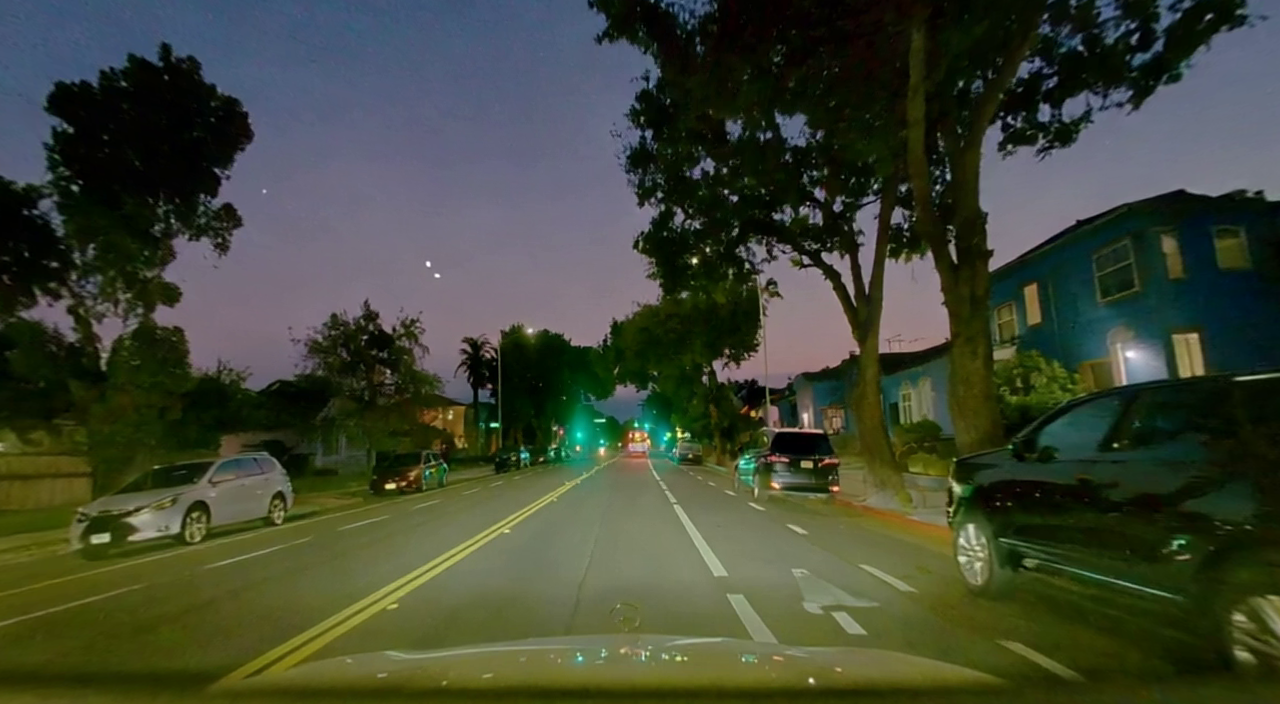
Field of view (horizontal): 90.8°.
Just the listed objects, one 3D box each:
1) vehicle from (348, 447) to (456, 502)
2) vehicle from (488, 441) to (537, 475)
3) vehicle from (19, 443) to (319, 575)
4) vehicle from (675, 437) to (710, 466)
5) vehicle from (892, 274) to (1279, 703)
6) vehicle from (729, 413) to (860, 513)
[{"bbox_3d":[-8.454,4.334,22.943,1.921,1.494,4.884,-6,-8,1],"label":"vehicle"},{"bbox_3d":[-8.384,6.991,42.064,2.094,1.840,5.450,-7,-8,-3],"label":"vehicle"},{"bbox_3d":[-8.462,2.771,12.148,1.989,1.726,5.129,-7,-9,-2],"label":"vehicle"},{"bbox_3d":[3.811,7.356,46.804,2.060,1.833,4.927,4,-9,0],"label":"vehicle"},{"bbox_3d":[3.690,0.882,3.046,2.556,2.050,6.021,2,-8,1],"label":"vehicle"},{"bbox_3d":[3.637,2.673,15.792,2.131,1.995,4.626,3,-8,1],"label":"vehicle"}]
